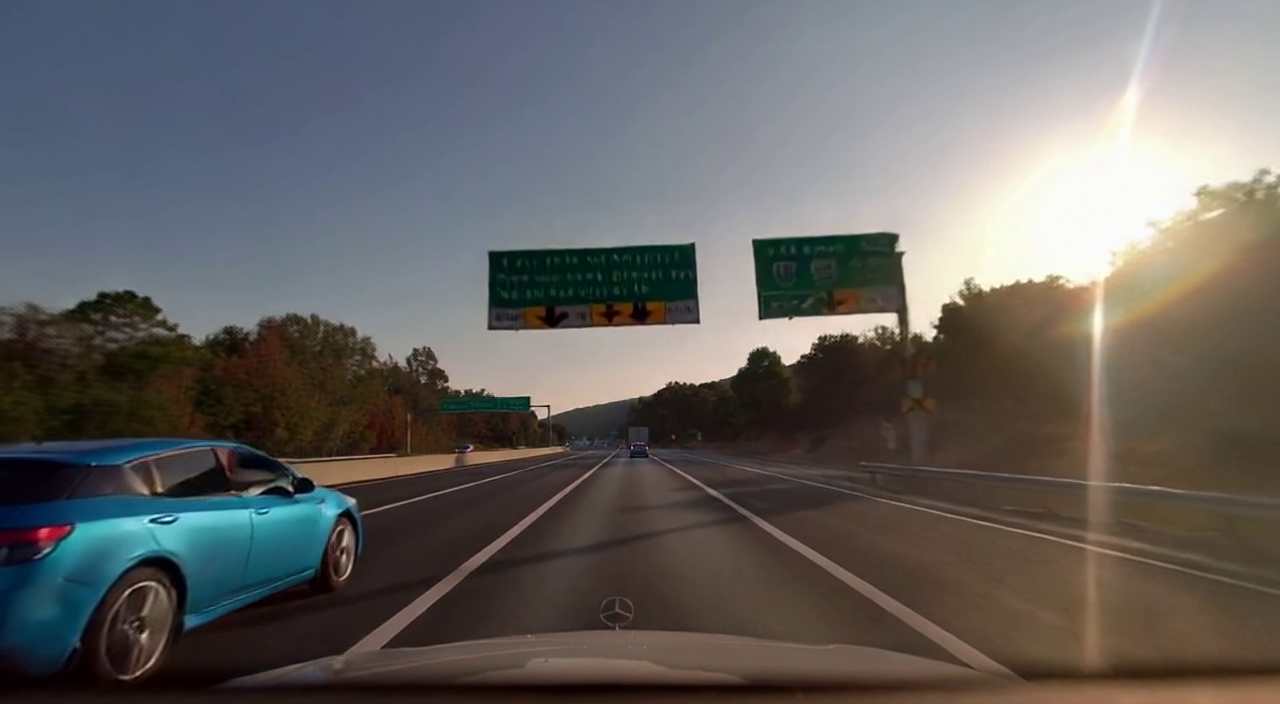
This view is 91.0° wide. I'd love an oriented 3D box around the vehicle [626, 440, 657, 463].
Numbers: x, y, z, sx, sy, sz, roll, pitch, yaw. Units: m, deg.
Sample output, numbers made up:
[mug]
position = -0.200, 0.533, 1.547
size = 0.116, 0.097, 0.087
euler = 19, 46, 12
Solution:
[vehicle]
position = 0.056, 6.714, 42.675
size = 2.028, 1.440, 3.690
euler = 0, -8, -1
